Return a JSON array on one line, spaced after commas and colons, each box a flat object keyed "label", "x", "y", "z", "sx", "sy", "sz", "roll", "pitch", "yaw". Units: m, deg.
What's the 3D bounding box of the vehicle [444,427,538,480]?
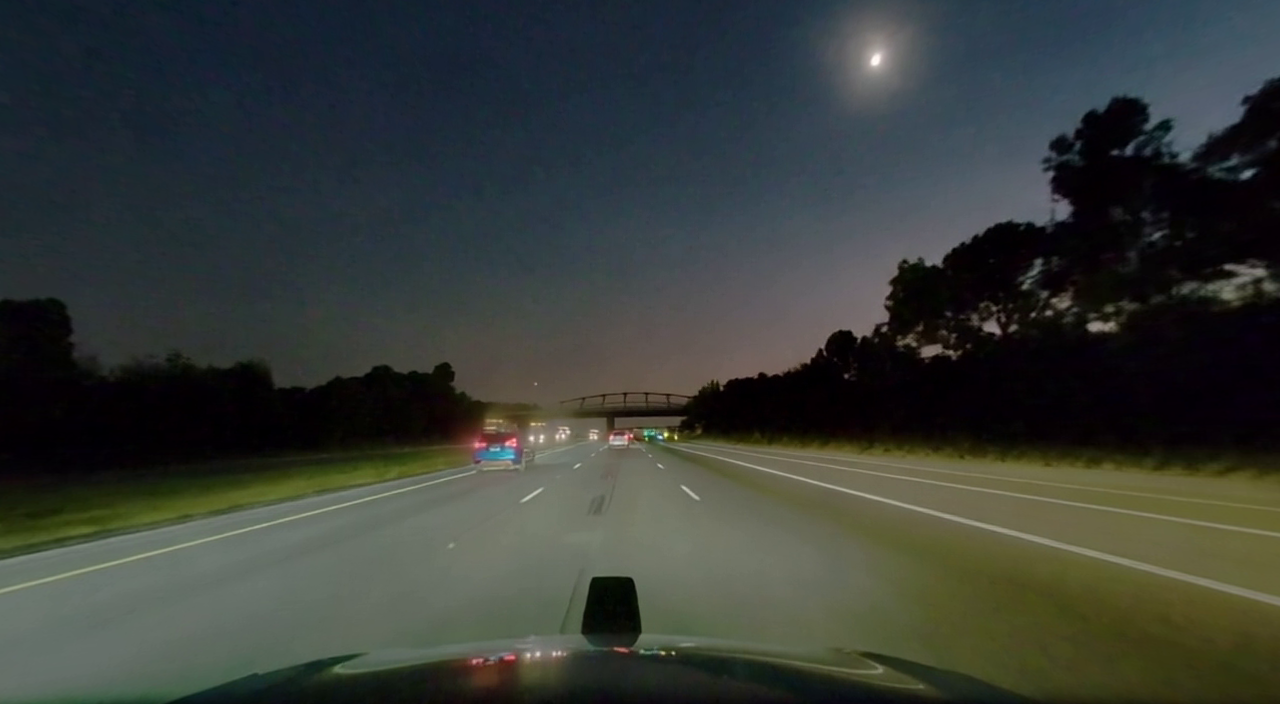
[{"label": "vehicle", "x": -4.743, "y": 3.288, "z": 20.757, "sx": 2.017, "sy": 1.537, "sz": 4.496, "roll": 0, "pitch": -8, "yaw": 0}]

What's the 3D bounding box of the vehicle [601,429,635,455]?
[{"label": "vehicle", "x": -1.424, "y": 5.938, "z": 41.755, "sx": 2.116, "sy": 1.625, "sz": 4.004, "roll": 0, "pitch": -8, "yaw": 0}]
